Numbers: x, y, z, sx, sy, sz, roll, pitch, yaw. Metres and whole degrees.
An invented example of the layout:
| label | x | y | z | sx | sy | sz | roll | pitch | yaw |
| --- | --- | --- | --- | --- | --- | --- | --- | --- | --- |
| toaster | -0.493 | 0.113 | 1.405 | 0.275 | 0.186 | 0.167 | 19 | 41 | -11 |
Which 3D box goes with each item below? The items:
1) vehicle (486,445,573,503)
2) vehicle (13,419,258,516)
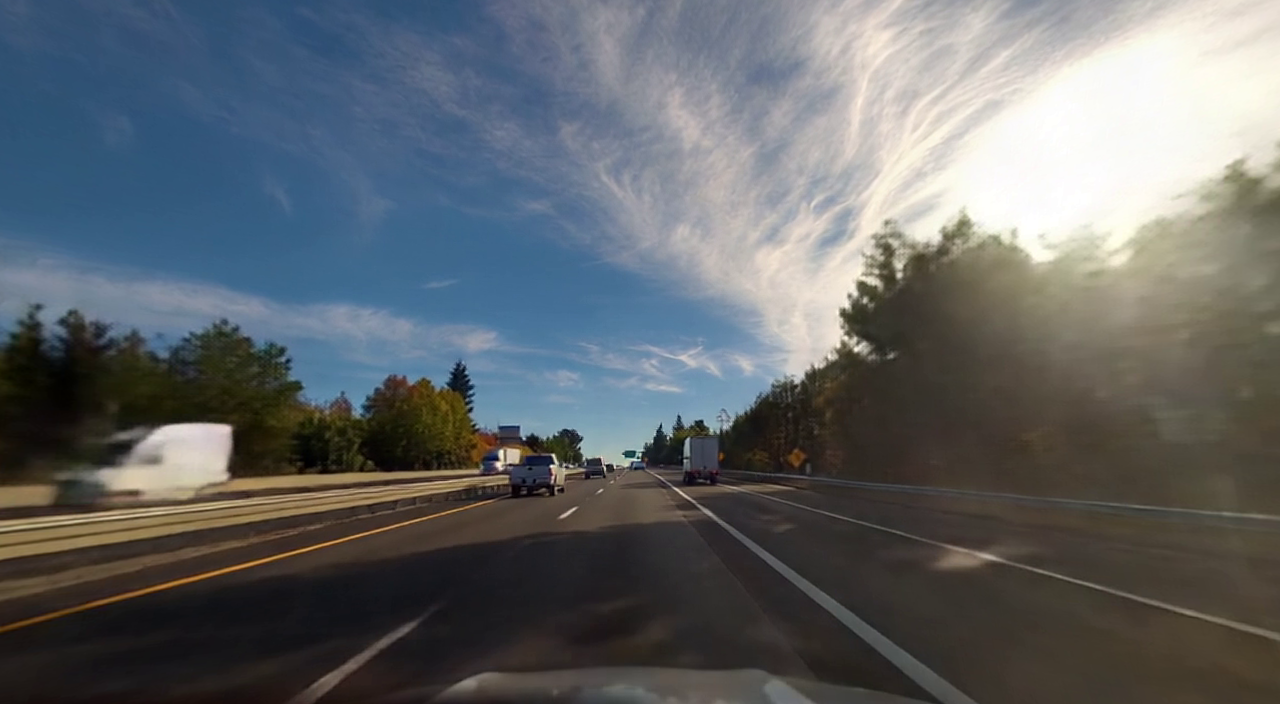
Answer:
| label | x | y | z | sx | sy | sz | roll | pitch | yaw |
| --- | --- | --- | --- | --- | --- | --- | --- | --- | --- |
| vehicle | -3.934 | 4.484 | 23.395 | 2.272 | 1.873 | 4.832 | 1 | -10 | 0 |
| vehicle | -15.240 | 3.608 | 19.827 | 2.333 | 2.505 | 6.322 | 1 | -10 | 0 |
